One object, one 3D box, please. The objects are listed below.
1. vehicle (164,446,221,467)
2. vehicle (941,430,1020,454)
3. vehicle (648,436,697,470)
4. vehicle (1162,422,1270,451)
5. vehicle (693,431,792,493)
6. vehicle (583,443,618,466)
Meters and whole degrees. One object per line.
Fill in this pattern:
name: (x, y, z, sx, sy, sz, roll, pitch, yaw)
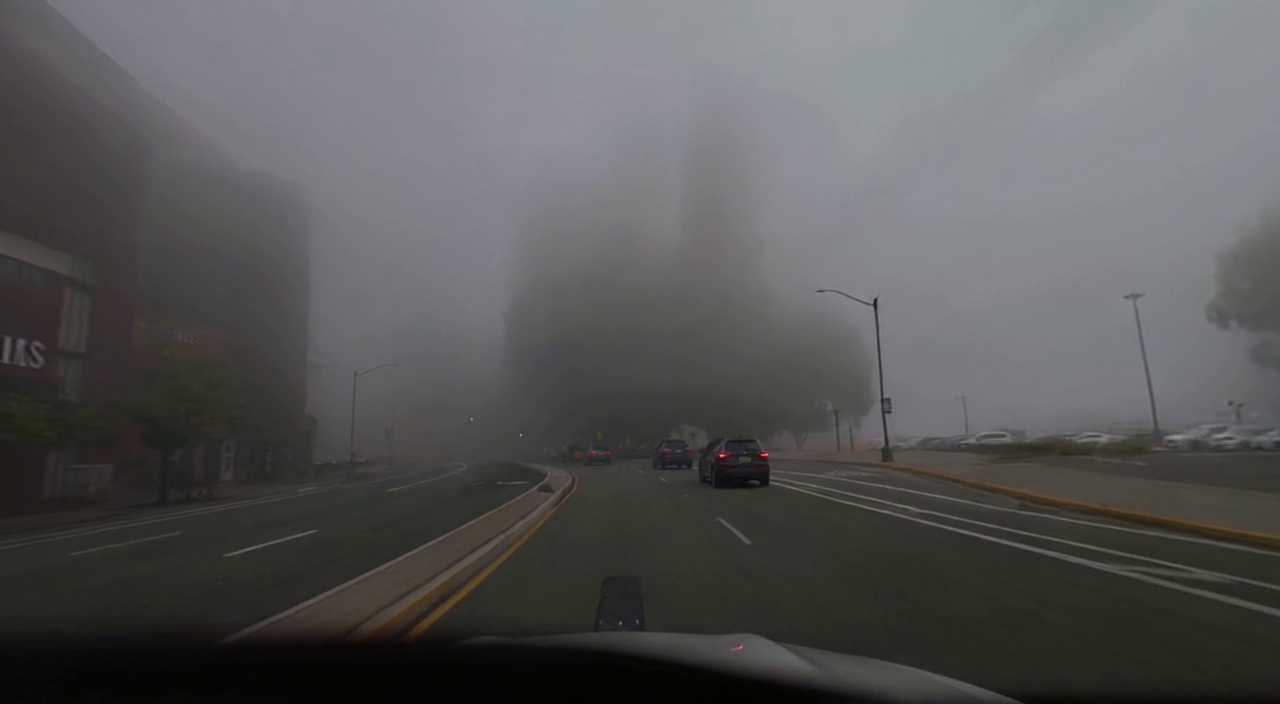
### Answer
vehicle: (-32.566, 7.621, 46.059, 1.600, 1.375, 4.319, 0, -9, -9)
vehicle: (26.077, 6.912, 48.429, 4.736, 1.755, 2.221, 0, -8, -4)
vehicle: (1.730, 5.565, 35.012, 2.046, 1.768, 4.370, 0, -8, -6)
vehicle: (32.525, 4.785, 35.755, 4.032, 1.560, 2.059, 0, -8, -1)
vehicle: (2.888, 3.203, 18.745, 1.966, 1.596, 3.980, 0, -8, -4)
vehicle: (-2.794, 7.130, 44.033, 2.068, 1.512, 3.987, 1, -8, -8)
